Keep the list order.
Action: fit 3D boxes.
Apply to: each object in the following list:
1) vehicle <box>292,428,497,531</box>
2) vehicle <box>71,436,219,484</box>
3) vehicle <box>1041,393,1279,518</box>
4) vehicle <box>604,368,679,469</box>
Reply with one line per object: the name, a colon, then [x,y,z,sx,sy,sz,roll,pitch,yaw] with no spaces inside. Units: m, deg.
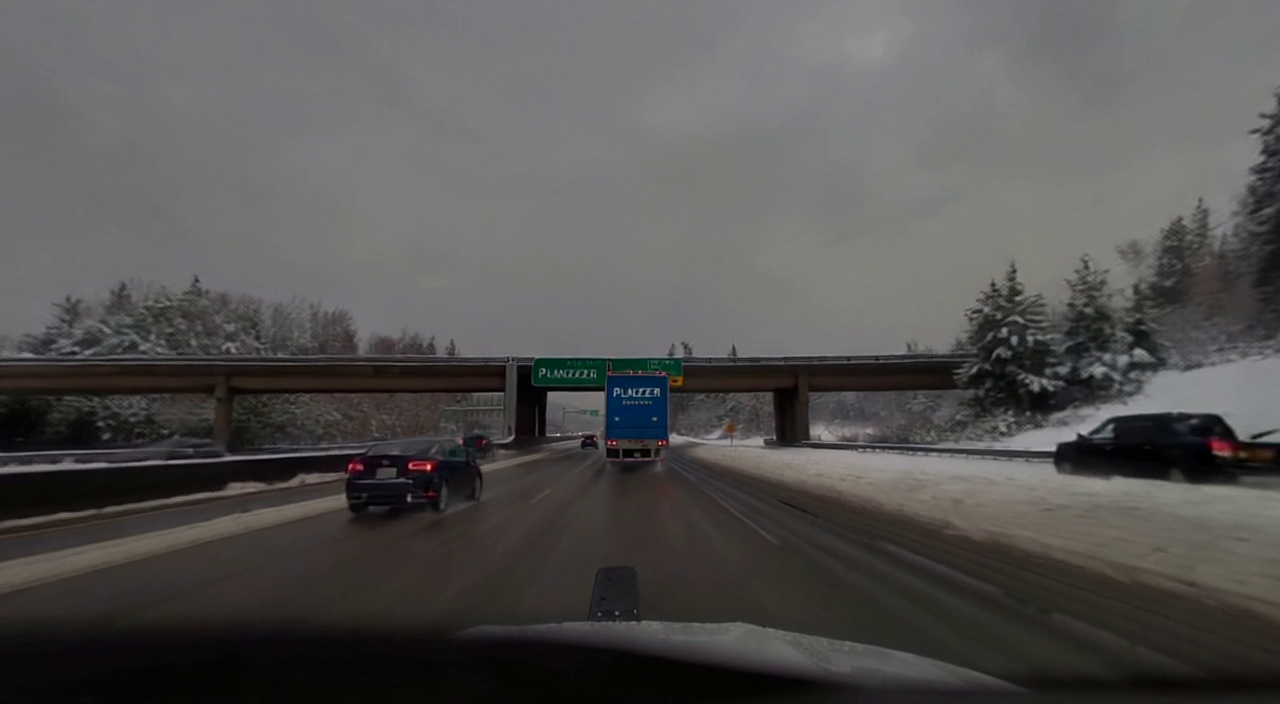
vehicle: [-3.979,2.101,11.097,1.943,1.446,4.158,0,-8,0]
vehicle: [-16.662,3.616,21.522,1.800,1.448,4.094,0,-8,-2]
vehicle: [9.976,1.845,11.637,2.052,1.841,4.481,0,-8,-2]
vehicle: [-0.114,3.390,30.568,2.926,3.959,11.818,0,-8,-2]
